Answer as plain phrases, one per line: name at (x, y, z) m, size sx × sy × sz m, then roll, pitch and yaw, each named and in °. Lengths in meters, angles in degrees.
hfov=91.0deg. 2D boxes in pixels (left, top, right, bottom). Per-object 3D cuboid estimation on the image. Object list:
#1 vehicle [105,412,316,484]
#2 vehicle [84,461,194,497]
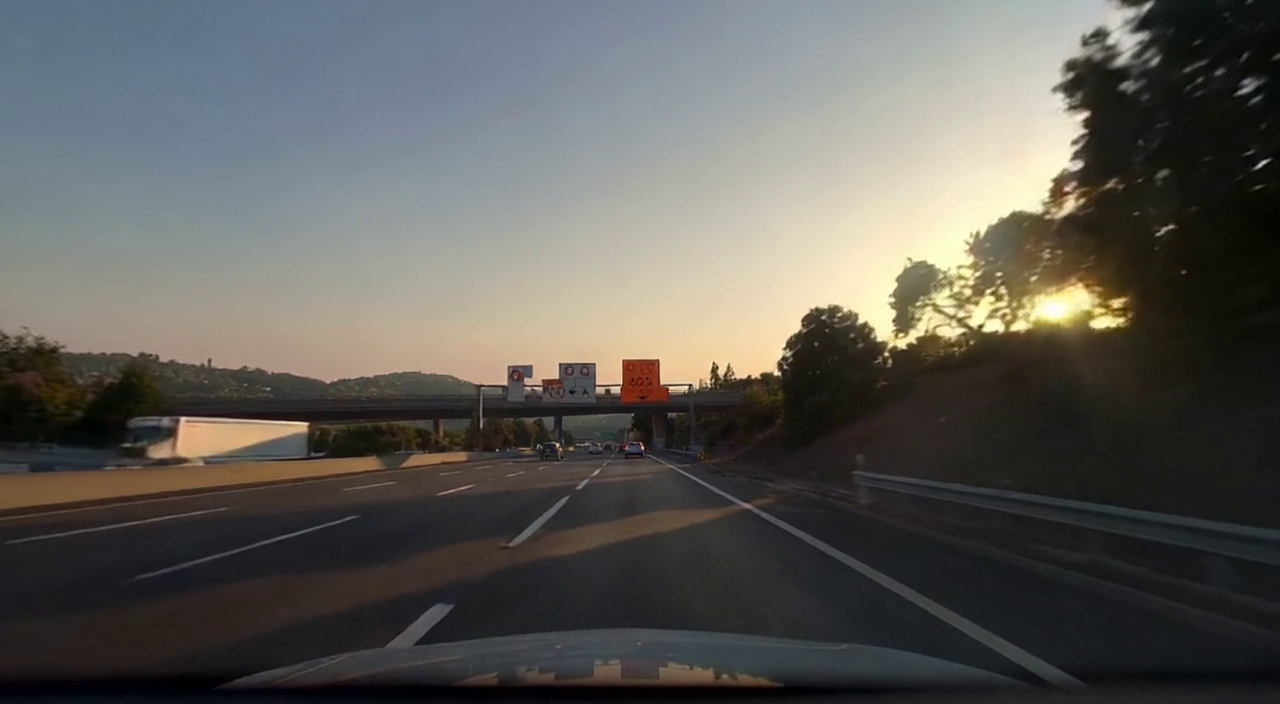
vehicle at (-28.031, 6.503, 43.256) m, size 2.884 × 3.901 × 17.249 m, roll 0°, pitch -8°, yaw -1°
vehicle at (-23.394, 5.919, 29.623) m, size 1.823 × 1.417 × 4.137 m, roll -1°, pitch -8°, yaw -1°
